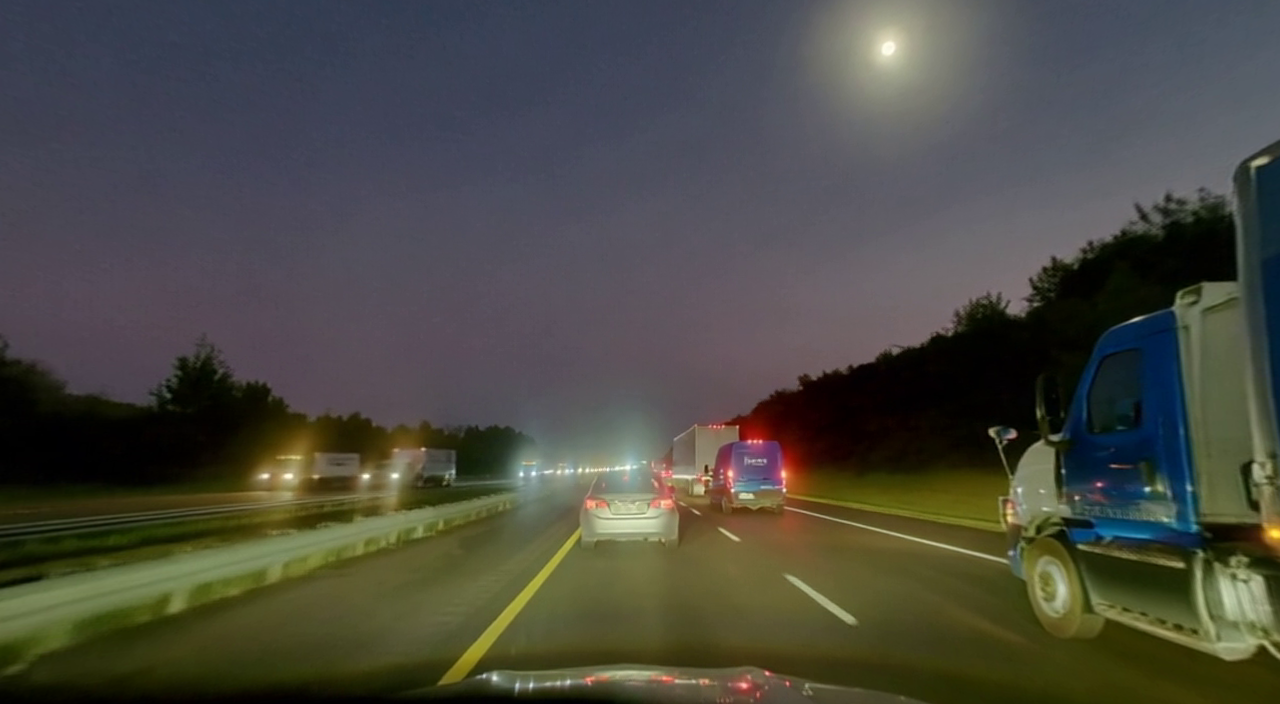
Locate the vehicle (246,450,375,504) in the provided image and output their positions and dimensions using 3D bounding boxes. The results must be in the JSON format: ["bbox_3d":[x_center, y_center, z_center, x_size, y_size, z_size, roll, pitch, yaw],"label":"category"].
[{"bbox_3d":[-10.337,3.972,20.170,1.872,1.510,4.266,1,-11,-1],"label":"vehicle"}]

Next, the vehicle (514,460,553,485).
[{"bbox_3d":[-7.286,8.341,43.479,2.012,1.601,4.042,1,-11,-1],"label":"vehicle"}]

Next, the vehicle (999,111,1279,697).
[{"bbox_3d":[5.571,0.031,2.418,2.890,3.726,9.269,1,-11,0],"label":"vehicle"}]

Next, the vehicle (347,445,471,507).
[{"bbox_3d":[-6.830,3.769,19.243,2.069,1.628,4.479,1,-11,0],"label":"vehicle"}]

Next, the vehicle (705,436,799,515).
[{"bbox_3d":[3.950,4.549,23.402,2.328,2.537,5.290,1,-11,-2],"label":"vehicle"}]

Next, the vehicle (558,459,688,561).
[{"bbox_3d":[-0.278,2.733,11.351,1.980,1.493,3.410,1,-11,-1],"label":"vehicle"}]
